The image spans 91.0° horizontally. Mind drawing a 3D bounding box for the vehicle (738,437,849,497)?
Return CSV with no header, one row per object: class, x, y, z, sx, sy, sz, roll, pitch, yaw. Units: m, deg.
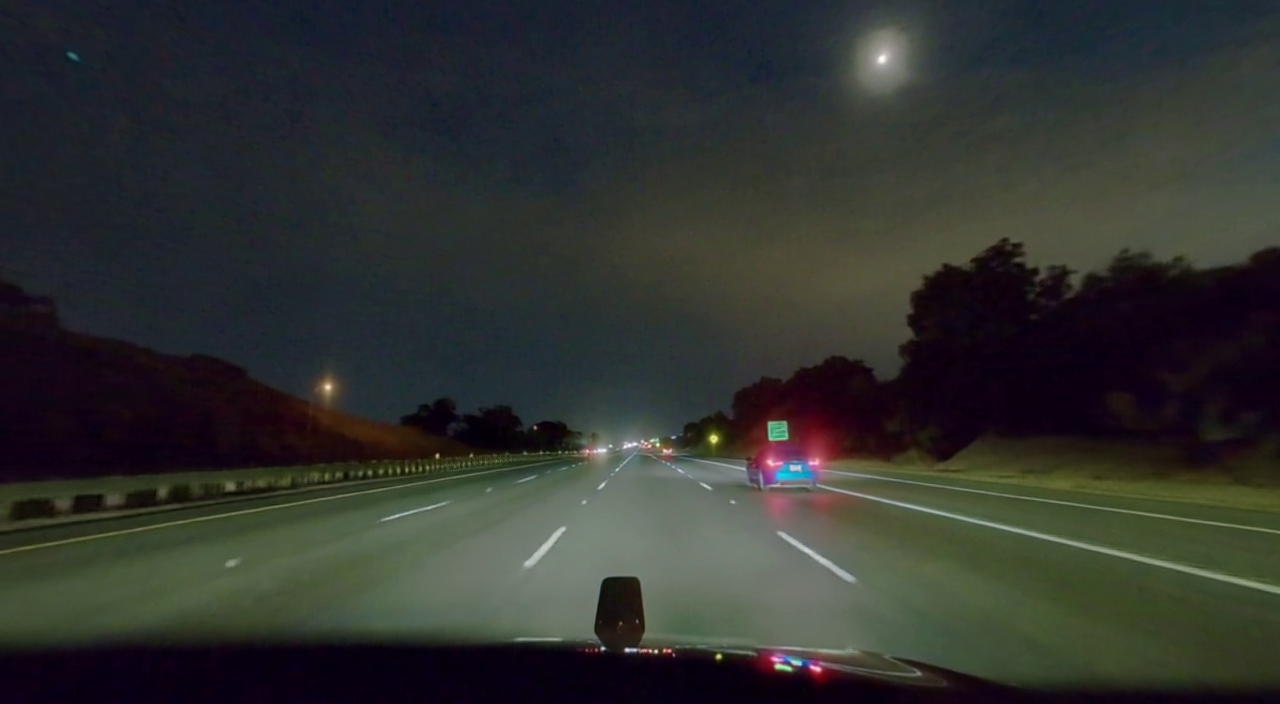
vehicle,4.236,3.262,18.199,2.033,1.501,4.398,0,-9,-1
